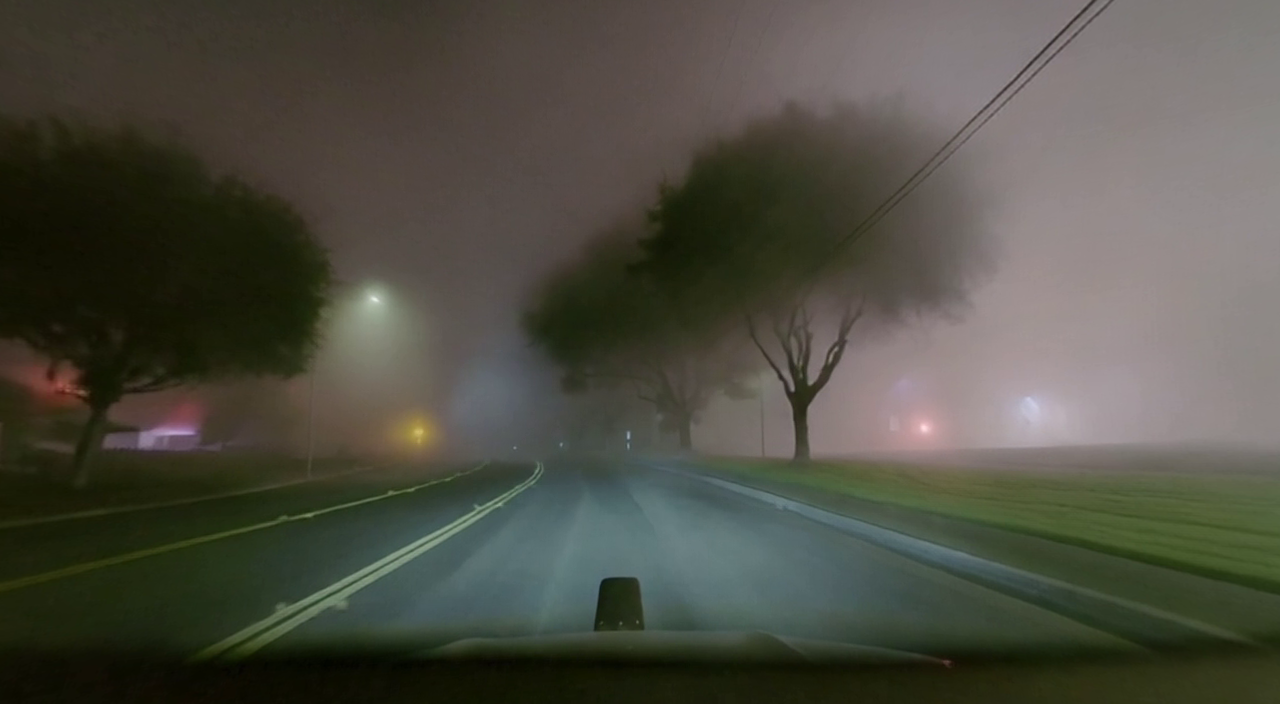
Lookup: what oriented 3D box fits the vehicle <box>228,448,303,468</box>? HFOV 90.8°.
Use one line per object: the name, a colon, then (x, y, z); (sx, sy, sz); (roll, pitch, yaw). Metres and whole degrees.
vehicle: (-29.037, 8.252, 49.110); (4.527, 1.441, 2.024); (1, -8, -8)
